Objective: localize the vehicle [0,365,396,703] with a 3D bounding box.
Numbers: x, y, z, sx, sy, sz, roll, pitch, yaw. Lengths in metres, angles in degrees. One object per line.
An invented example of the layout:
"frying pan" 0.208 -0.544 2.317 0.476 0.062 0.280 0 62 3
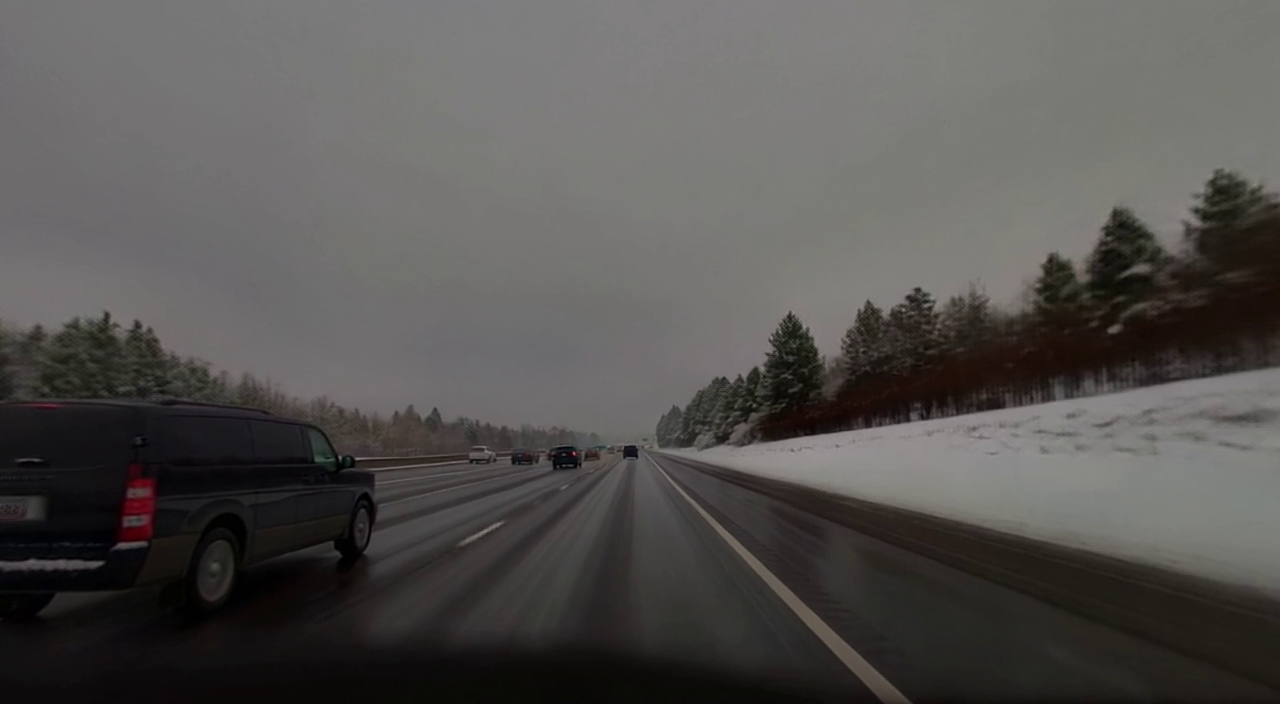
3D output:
"vehicle" -4.127 1.309 5.567 2.074 1.779 4.588 0 -9 0

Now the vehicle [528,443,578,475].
"vehicle" -4.307 5.383 31.672 1.988 1.477 4.118 0 -9 -1

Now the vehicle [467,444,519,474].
"vehicle" -7.980 5.838 34.353 1.936 1.516 3.904 0 -9 0

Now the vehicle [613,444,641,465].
"vehicle" -0.931 7.557 46.244 2.023 1.479 3.718 0 -9 0

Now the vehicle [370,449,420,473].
"vehicle" -16.714 7.422 42.952 1.811 1.554 3.985 -1 -9 0
